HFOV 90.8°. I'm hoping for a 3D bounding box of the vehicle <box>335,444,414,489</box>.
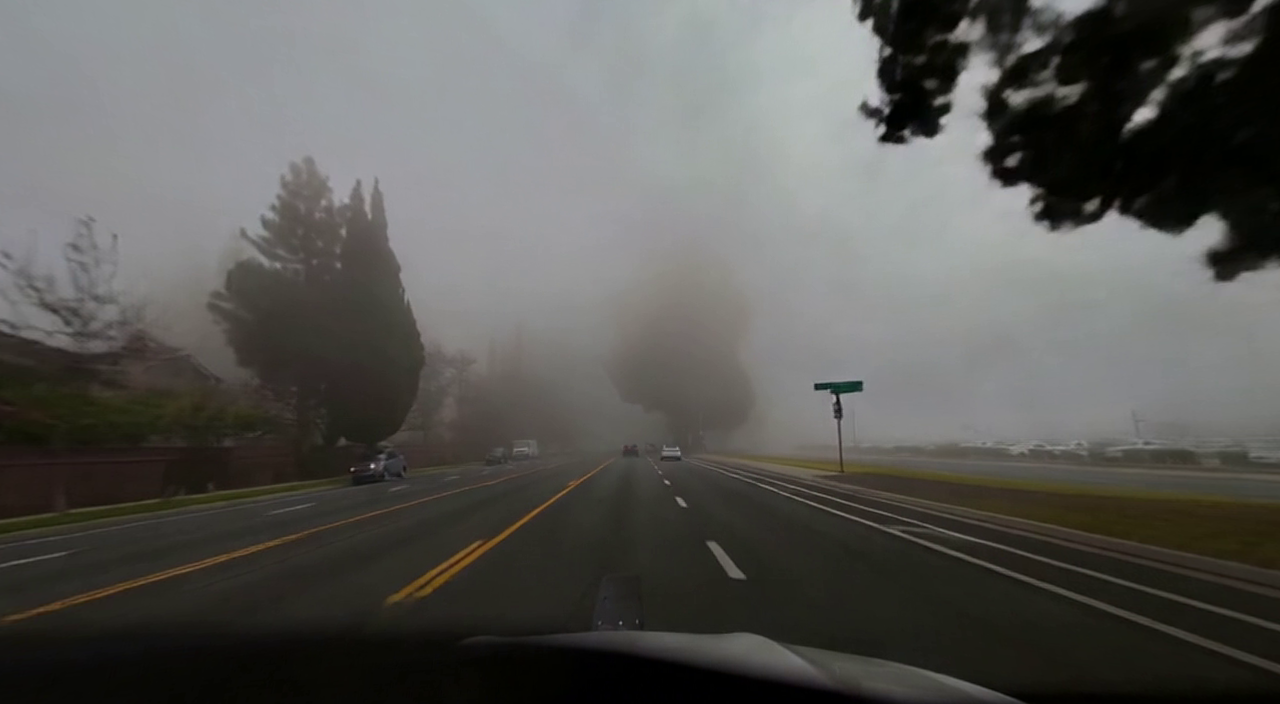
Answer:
[{"bbox_3d":[-12.342,5.305,29.690,2.000,1.821,4.314,-2,-8,-3],"label":"vehicle"}]
